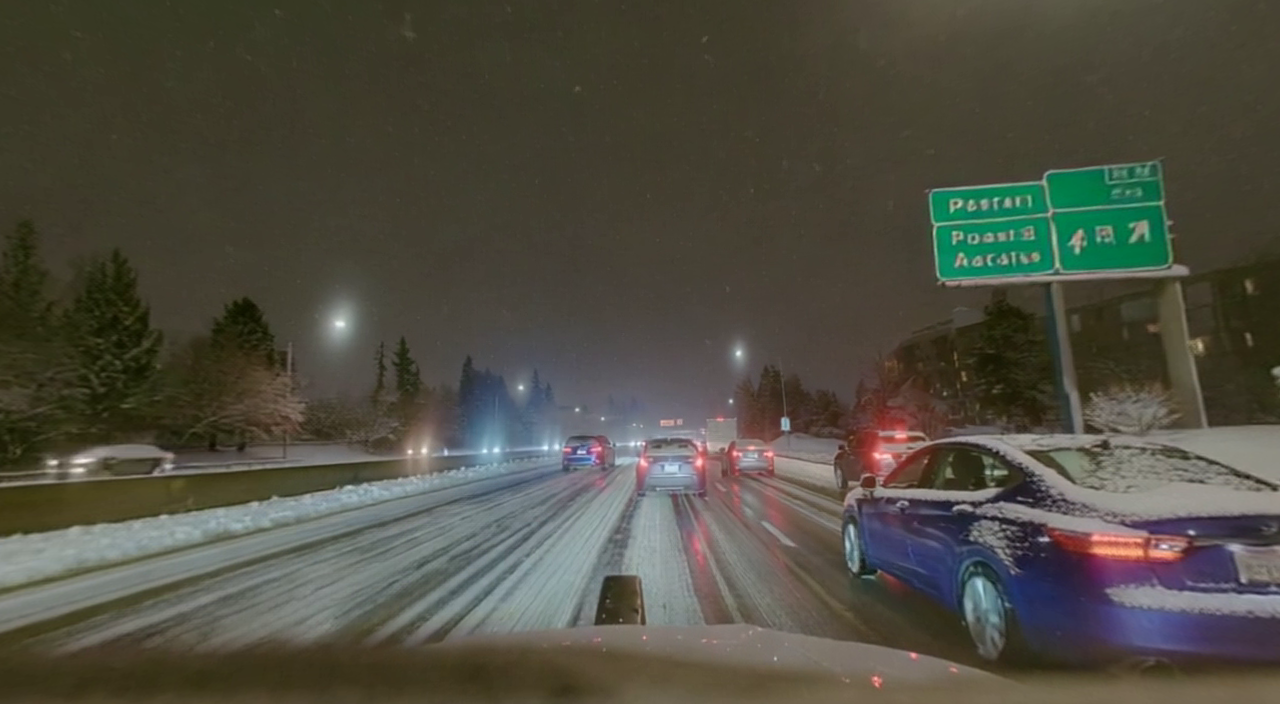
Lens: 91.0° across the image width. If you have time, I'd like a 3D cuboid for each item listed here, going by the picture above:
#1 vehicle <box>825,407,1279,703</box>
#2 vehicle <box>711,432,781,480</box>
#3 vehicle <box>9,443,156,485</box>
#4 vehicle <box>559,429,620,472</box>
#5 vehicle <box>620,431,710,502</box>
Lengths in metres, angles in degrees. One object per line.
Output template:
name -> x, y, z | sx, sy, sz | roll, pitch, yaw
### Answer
vehicle -> 3.183, 1.342, 5.068 | 2.009, 1.489, 4.559 | 0, -9, 0
vehicle -> 4.000, 4.021, 24.473 | 2.076, 1.684, 4.241 | 0, -9, 1
vehicle -> -22.793, 4.571, 26.021 | 1.886, 1.571, 4.375 | 0, -9, 3
vehicle -> -2.420, 5.008, 31.980 | 2.434, 1.965, 5.305 | 0, -9, 3
vehicle -> 0.645, 2.944, 16.485 | 2.074, 1.614, 3.803 | 0, -9, 2
